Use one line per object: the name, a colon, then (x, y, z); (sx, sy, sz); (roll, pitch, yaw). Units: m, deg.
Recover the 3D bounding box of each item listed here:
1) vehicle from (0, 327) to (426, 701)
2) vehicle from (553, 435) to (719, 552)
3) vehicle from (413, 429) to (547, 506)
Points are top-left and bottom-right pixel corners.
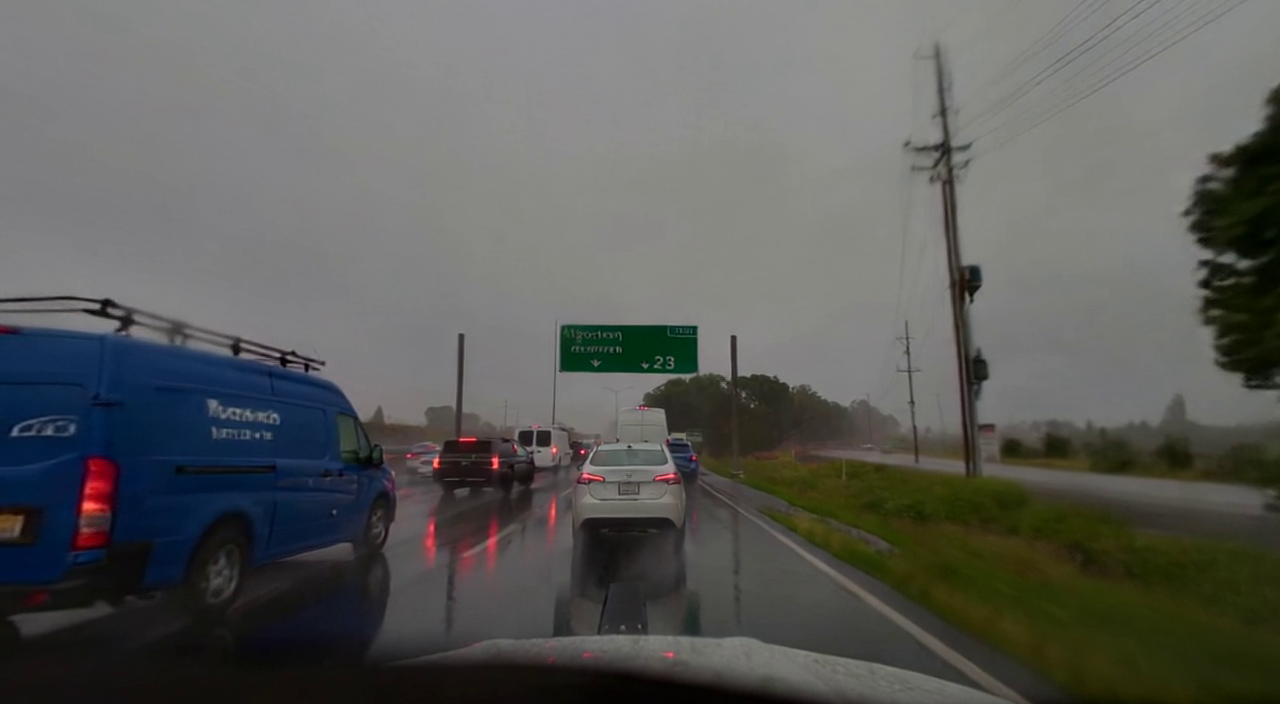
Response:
vehicle: (-3.862, 1.164, 5.641); (2.142, 1.952, 4.556); (0, -8, 1)
vehicle: (-0.051, 2.057, 9.849); (2.054, 1.421, 4.090); (0, -8, 0)
vehicle: (-3.853, 2.866, 16.021); (2.114, 1.657, 4.432); (0, -8, 2)
